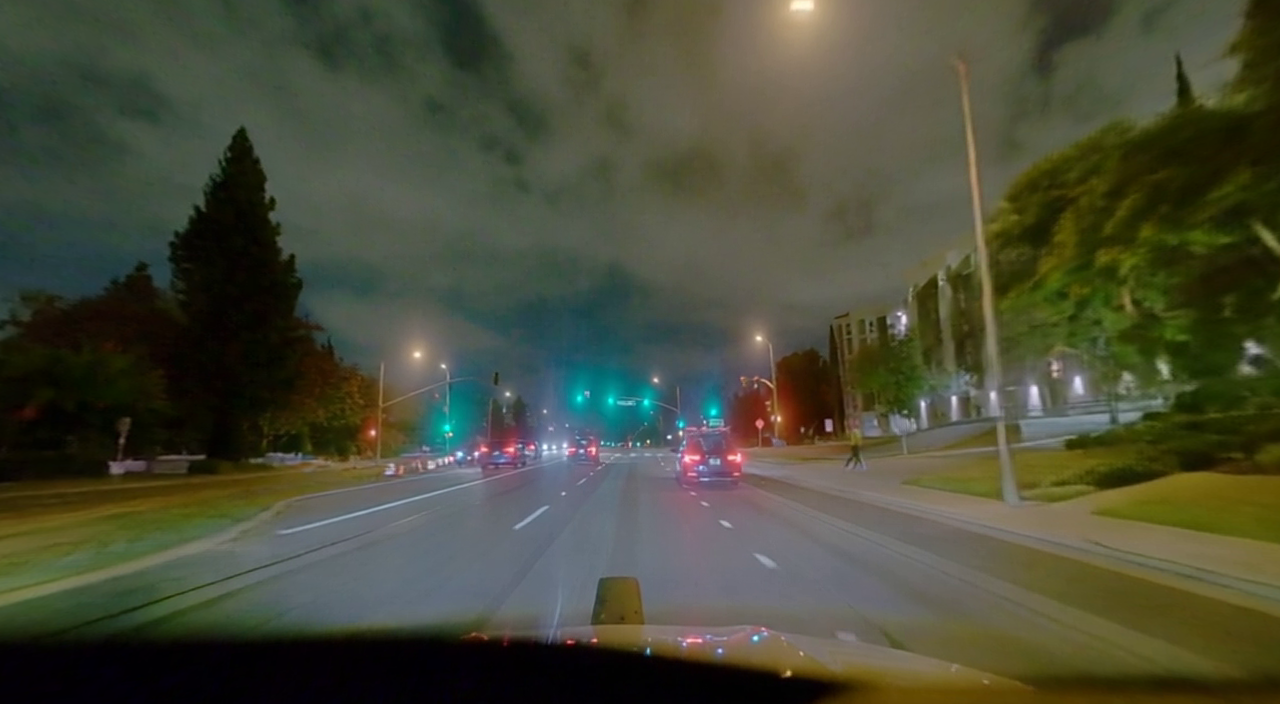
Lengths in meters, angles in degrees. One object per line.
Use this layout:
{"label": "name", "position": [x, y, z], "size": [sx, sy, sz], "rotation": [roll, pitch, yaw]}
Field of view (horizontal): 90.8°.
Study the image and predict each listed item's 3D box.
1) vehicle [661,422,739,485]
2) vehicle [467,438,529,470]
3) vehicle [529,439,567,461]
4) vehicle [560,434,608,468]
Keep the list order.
{"label": "vehicle", "position": [1.848, 3.324, 20.853], "size": [2.197, 1.835, 4.316], "rotation": [0, -8, 1]}
{"label": "vehicle", "position": [-7.038, 5.104, 31.760], "size": [1.928, 1.488, 4.635], "rotation": [0, -8, 2]}
{"label": "vehicle", "position": [-6.511, 6.970, 45.142], "size": [1.993, 1.492, 3.666], "rotation": [0, -8, 2]}
{"label": "vehicle", "position": [-2.904, 5.248, 33.609], "size": [2.121, 1.654, 3.993], "rotation": [0, -8, 1]}
